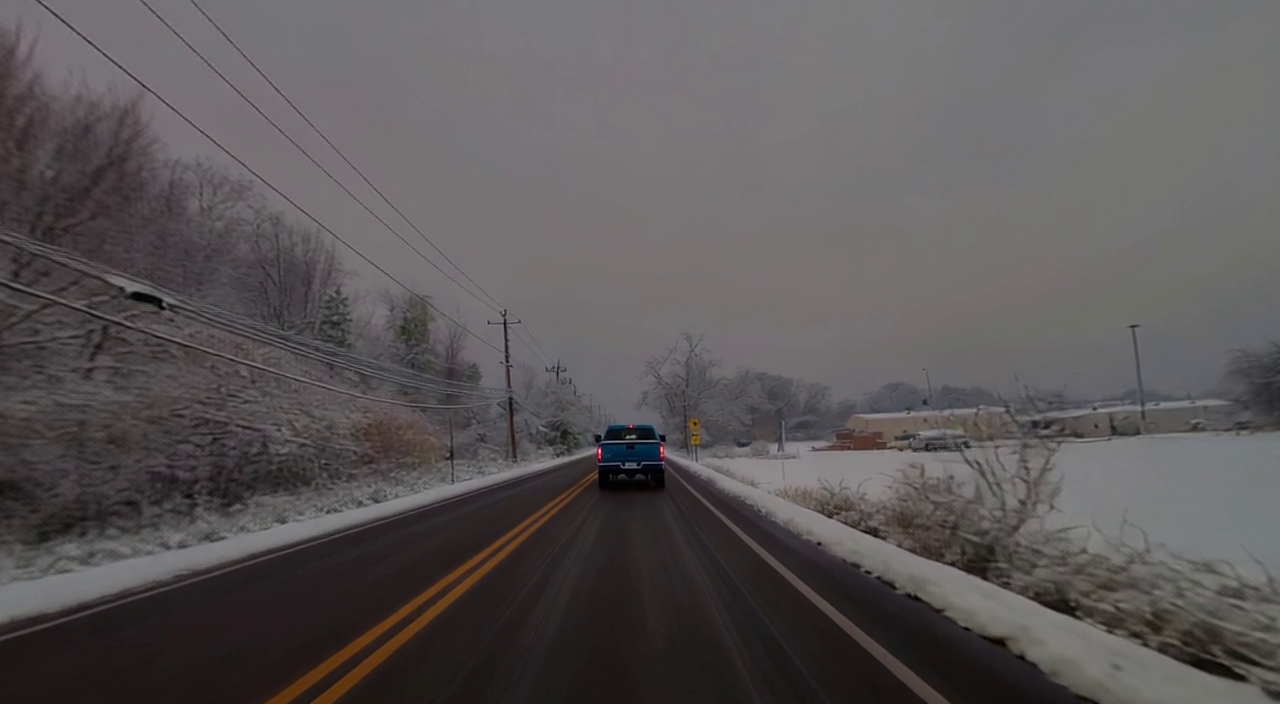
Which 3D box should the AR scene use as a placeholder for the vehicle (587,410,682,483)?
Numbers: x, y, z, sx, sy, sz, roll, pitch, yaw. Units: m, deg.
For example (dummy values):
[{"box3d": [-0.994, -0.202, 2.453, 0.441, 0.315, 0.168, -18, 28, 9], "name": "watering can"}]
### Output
[{"box3d": [-0.251, 3.560, 23.932, 3.021, 2.326, 7.410, 0, -8, -1], "name": "vehicle"}]
